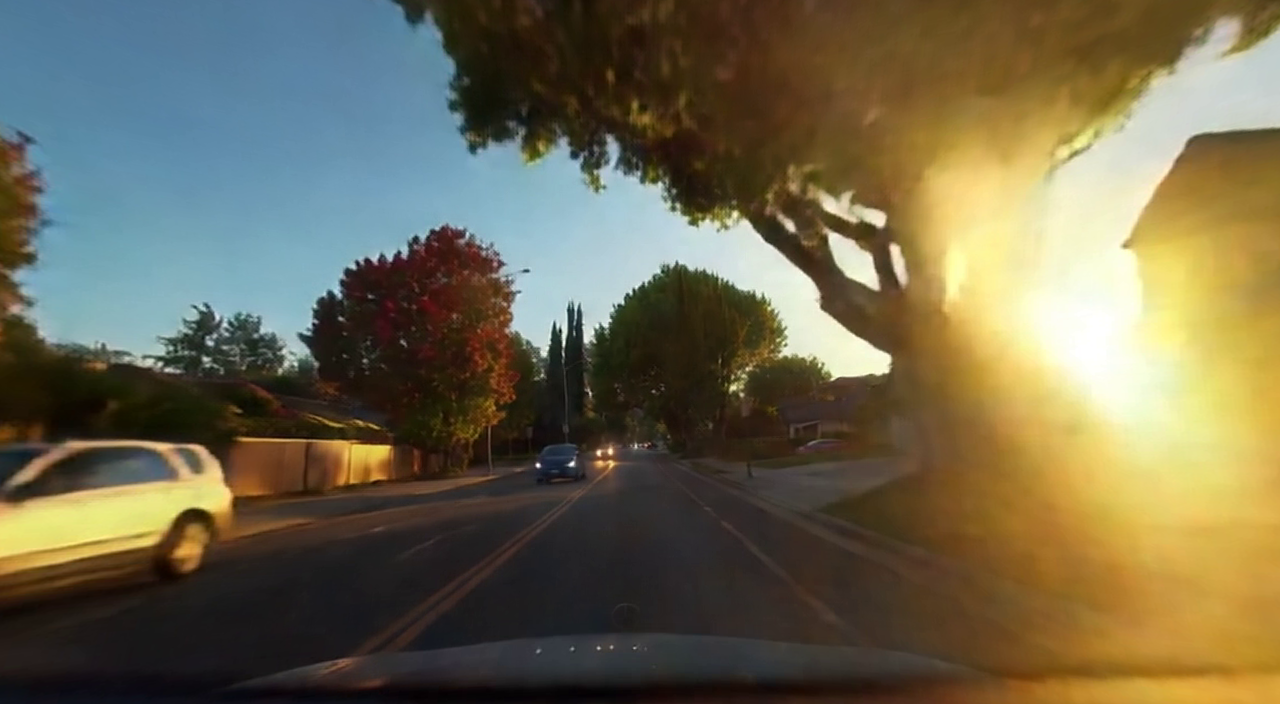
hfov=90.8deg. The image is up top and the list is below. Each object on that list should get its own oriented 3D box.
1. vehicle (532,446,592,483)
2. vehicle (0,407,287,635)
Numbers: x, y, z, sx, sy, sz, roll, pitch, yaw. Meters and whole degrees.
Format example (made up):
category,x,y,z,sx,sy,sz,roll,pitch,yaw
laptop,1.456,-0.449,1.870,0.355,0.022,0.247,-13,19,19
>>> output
category,x,y,z,sx,sy,sz,roll,pitch,yaw
vehicle,-3.427,5.035,28.611,2.074,1.527,4.438,-1,-9,1
vehicle,-6.529,1.817,7.255,2.176,1.885,5.174,-4,-9,-2
